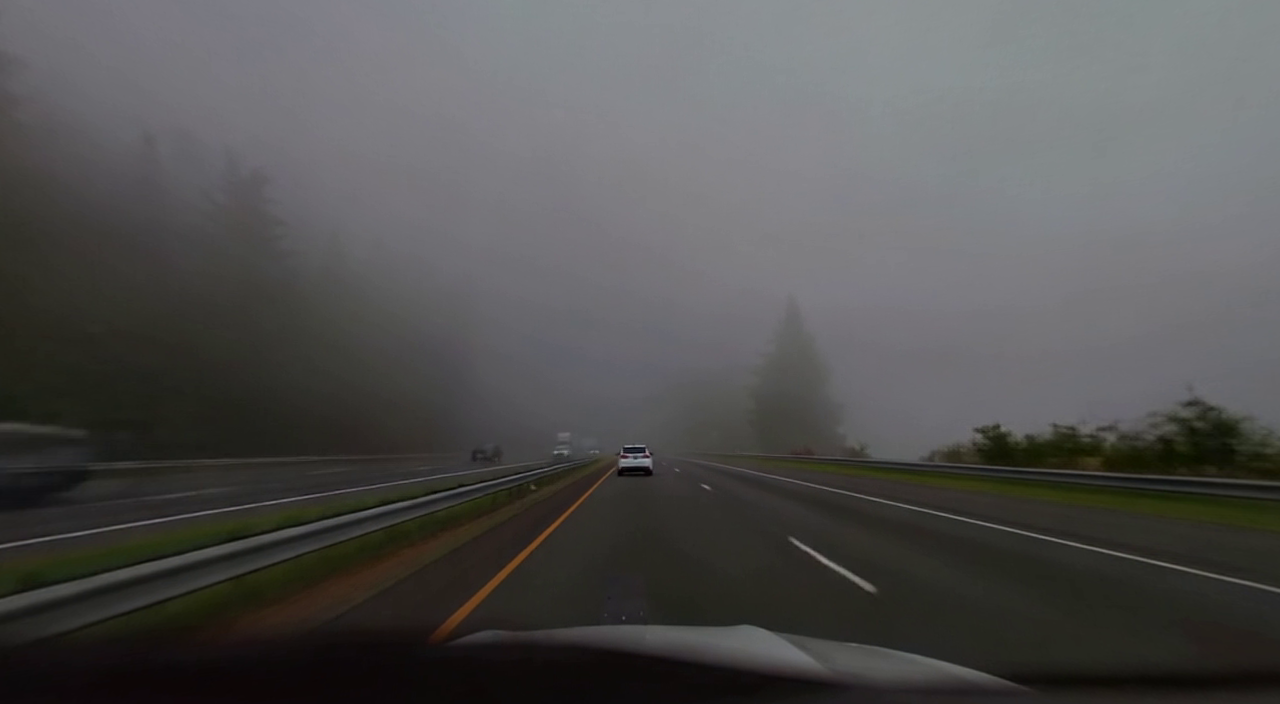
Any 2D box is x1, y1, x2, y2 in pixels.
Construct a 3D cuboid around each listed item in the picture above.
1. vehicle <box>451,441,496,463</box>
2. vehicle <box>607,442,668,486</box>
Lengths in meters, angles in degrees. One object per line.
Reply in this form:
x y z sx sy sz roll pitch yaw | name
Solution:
-13.069 7.866 49.731 2.255 1.646 4.543 0 -9 0 | vehicle
-0.122 4.242 24.178 2.114 1.523 4.012 0 -9 -1 | vehicle
